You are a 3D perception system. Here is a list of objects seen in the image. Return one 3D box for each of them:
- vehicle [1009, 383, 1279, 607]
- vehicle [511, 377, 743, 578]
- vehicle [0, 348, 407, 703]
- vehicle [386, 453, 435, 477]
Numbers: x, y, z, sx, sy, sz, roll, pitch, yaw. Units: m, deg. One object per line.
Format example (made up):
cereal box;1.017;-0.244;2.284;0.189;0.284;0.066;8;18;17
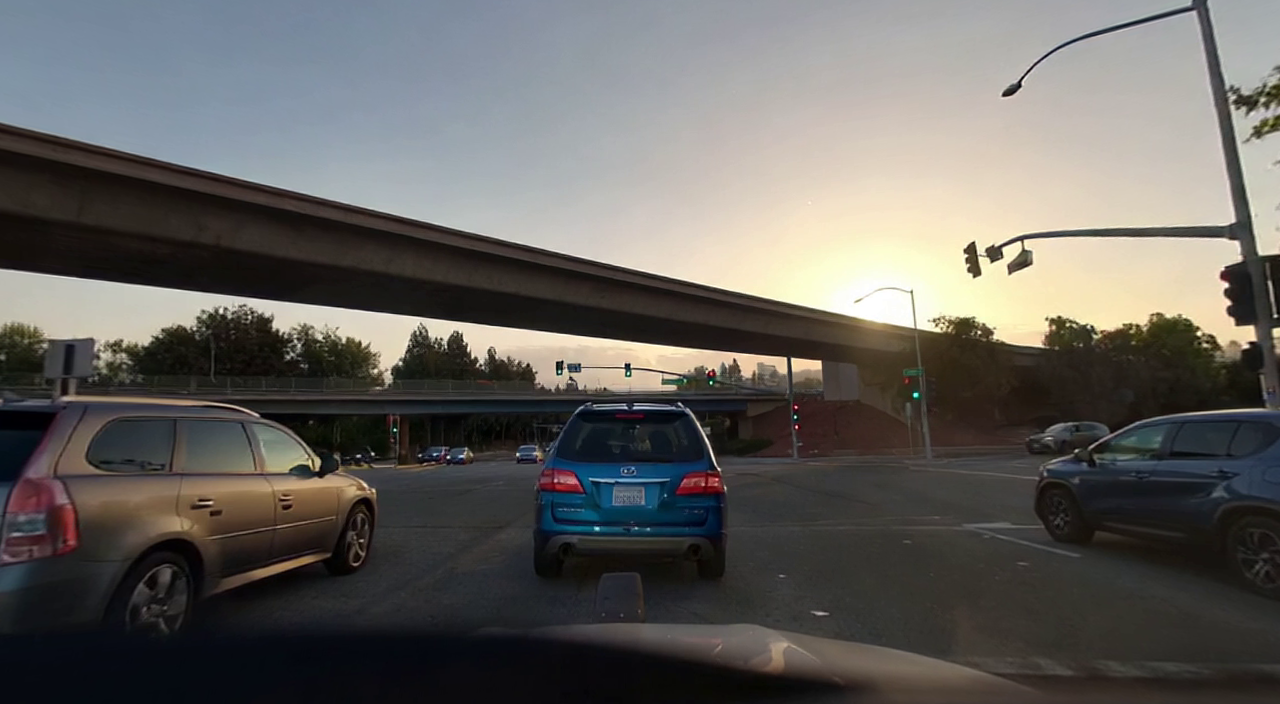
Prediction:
vehicle;6.207;1.372;6.591;2.074;1.785;4.320;0;-8;0
vehicle;-0.219;1.601;8.822;2.342;2.026;4.642;0;-8;-2
vehicle;-3.746;1.203;4.937;2.060;1.768;4.681;0;-8;0
vehicle;-16.272;7.987;45.038;1.859;1.542;4.657;0;-8;-1
